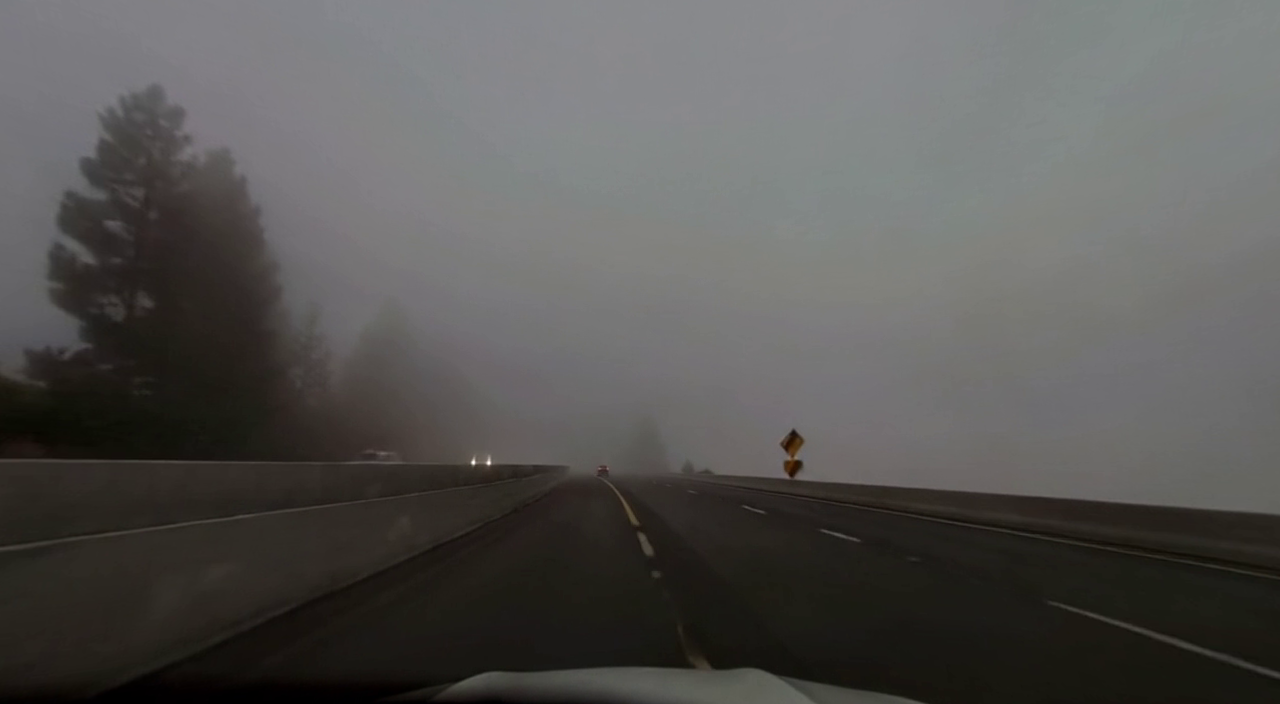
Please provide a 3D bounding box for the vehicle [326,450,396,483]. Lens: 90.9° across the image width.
[{"bbox_3d":[-13.438,5.555,30.611,1.784,1.447,3.731,1,-10,-2],"label":"vehicle"}]
